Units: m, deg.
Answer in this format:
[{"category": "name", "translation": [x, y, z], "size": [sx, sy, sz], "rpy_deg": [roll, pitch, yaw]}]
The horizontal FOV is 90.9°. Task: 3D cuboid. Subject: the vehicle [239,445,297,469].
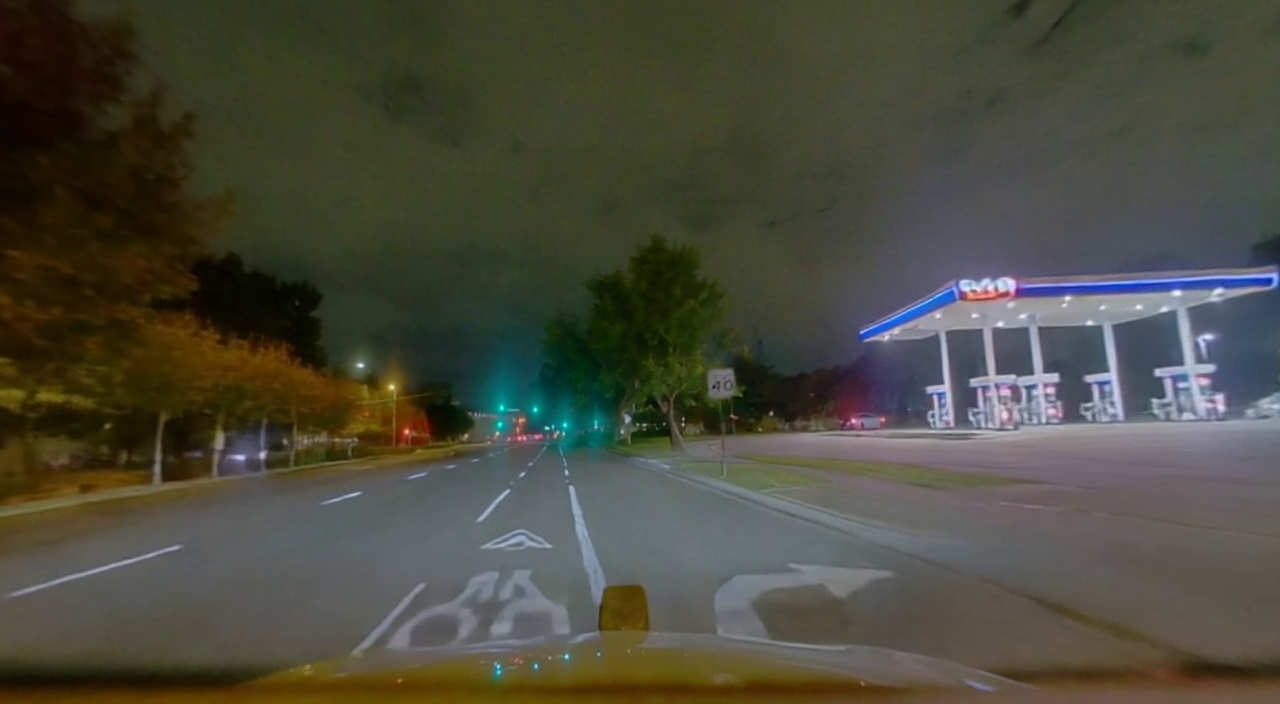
[{"category": "vehicle", "translation": [-25.919, 7.296, 44.118], "size": [1.794, 1.468, 4.388], "rpy_deg": [1, -7, -6]}]
